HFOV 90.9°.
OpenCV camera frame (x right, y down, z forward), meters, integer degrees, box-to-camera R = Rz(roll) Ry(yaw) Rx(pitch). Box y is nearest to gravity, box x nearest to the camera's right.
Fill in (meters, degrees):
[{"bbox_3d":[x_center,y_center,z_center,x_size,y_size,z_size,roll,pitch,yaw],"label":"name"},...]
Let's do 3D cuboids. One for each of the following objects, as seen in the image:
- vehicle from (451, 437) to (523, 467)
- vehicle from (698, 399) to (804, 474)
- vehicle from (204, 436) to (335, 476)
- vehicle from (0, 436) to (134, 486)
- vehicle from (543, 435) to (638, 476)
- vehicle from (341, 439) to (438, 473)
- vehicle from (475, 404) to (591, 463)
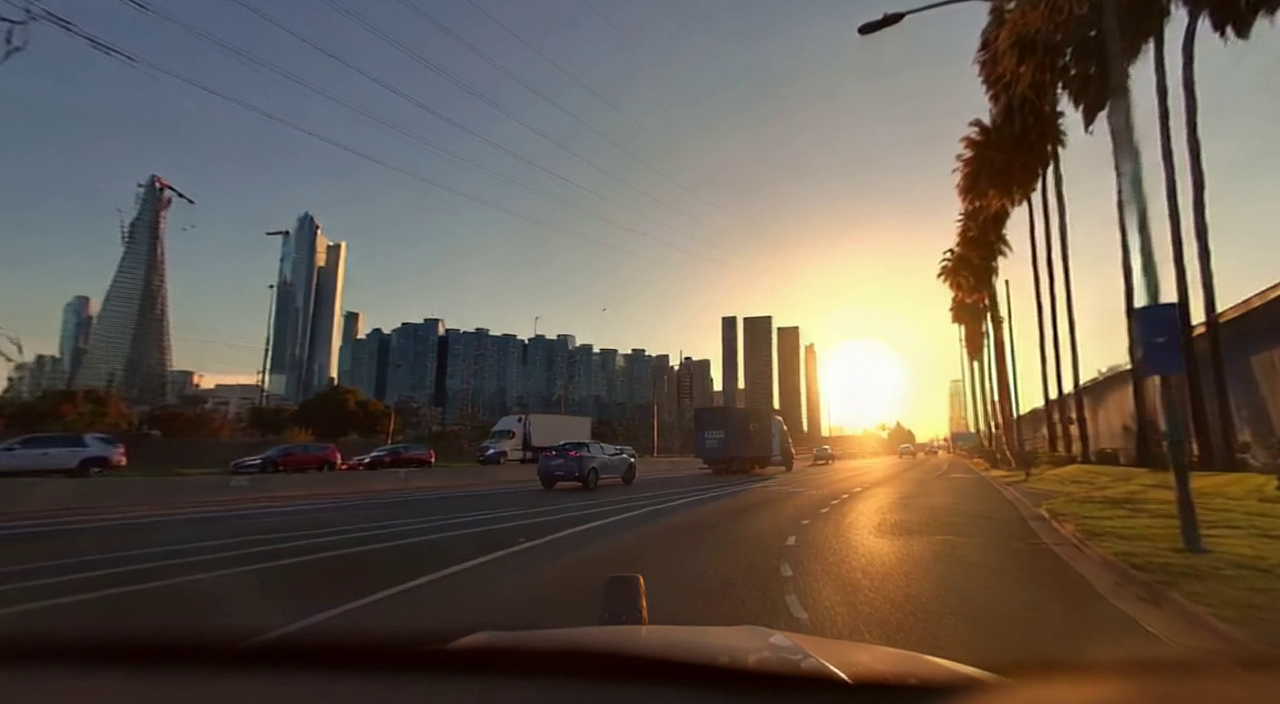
[{"bbox_3d":[-9.431,6.274,39.208,1.833,1.578,4.412,-9,-15,27],"label":"vehicle"},{"bbox_3d":[7.198,5.279,38.970,2.903,3.933,11.567,-5,-10,28],"label":"vehicle"},{"bbox_3d":[-15.933,4.493,27.384,1.847,1.567,4.532,-5,-10,27],"label":"vehicle"},{"bbox_3d":[-19.258,3.444,20.083,1.792,1.451,4.419,-5,-10,28],"label":"vehicle"},{"bbox_3d":[-2.459,5.412,33.222,2.266,1.950,5.866,-4,-9,26],"label":"vehicle"},{"bbox_3d":[-12.714,5.378,32.332,1.785,1.502,4.457,-6,-13,27],"label":"vehicle"},{"bbox_3d":[-7.994,6.671,49.731,2.907,3.760,11.193,-5,-13,26],"label":"vehicle"}]
